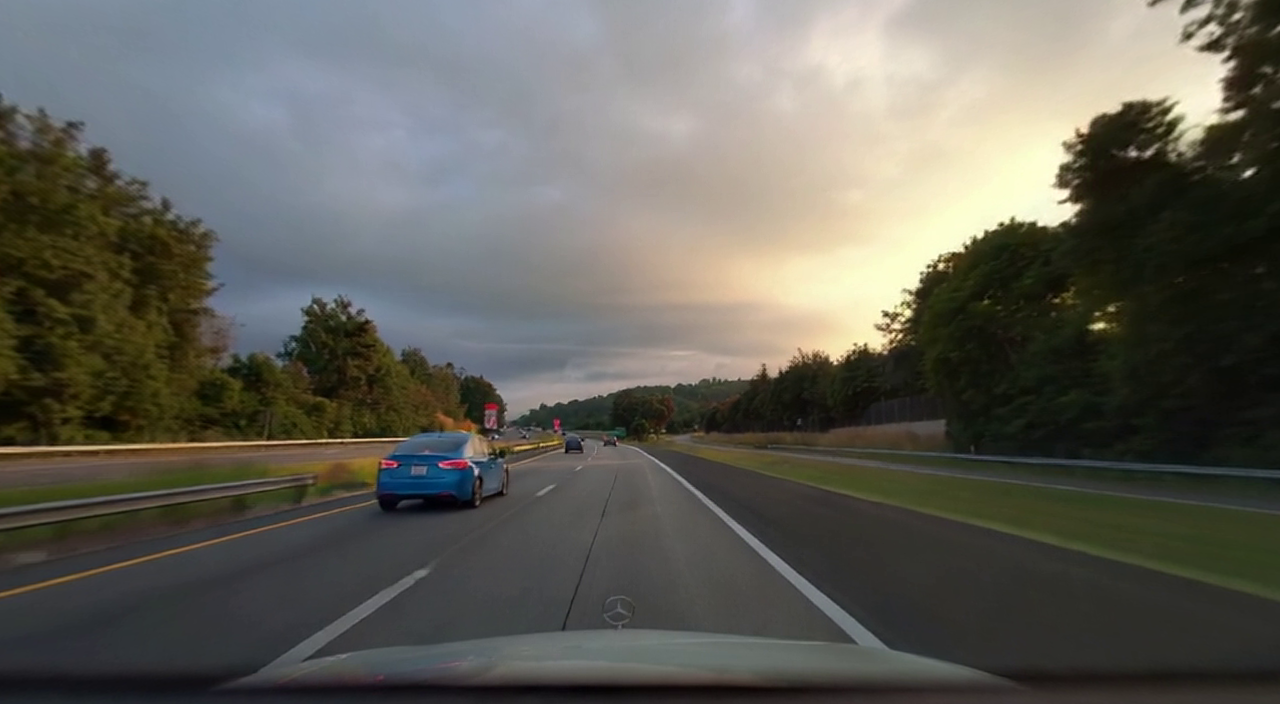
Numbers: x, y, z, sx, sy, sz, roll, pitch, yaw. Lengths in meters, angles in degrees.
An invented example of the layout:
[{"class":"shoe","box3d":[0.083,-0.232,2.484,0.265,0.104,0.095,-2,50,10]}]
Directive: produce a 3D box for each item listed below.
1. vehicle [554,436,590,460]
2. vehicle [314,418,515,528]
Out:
[{"class":"vehicle","box3d":[-4.172,5.926,39.126,1.874,1.369,3.875,1,-8,-1]},{"class":"vehicle","box3d":[-3.828,2.116,11.754,2.047,1.612,4.631,0,-8,0]}]
